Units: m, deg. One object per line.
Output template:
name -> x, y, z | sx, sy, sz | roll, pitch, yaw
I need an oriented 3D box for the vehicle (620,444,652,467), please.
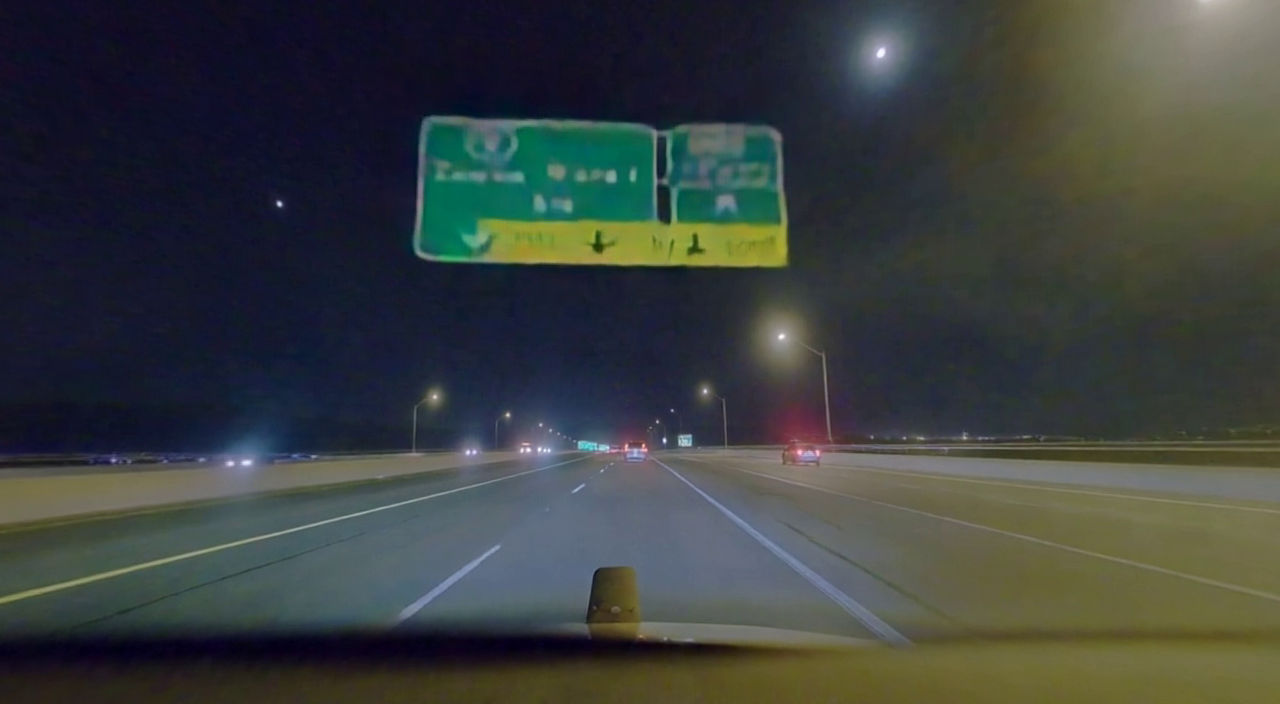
vehicle -> -0.359, 7.203, 44.104 | 2.118, 1.466, 4.165 | 0, -9, -2
